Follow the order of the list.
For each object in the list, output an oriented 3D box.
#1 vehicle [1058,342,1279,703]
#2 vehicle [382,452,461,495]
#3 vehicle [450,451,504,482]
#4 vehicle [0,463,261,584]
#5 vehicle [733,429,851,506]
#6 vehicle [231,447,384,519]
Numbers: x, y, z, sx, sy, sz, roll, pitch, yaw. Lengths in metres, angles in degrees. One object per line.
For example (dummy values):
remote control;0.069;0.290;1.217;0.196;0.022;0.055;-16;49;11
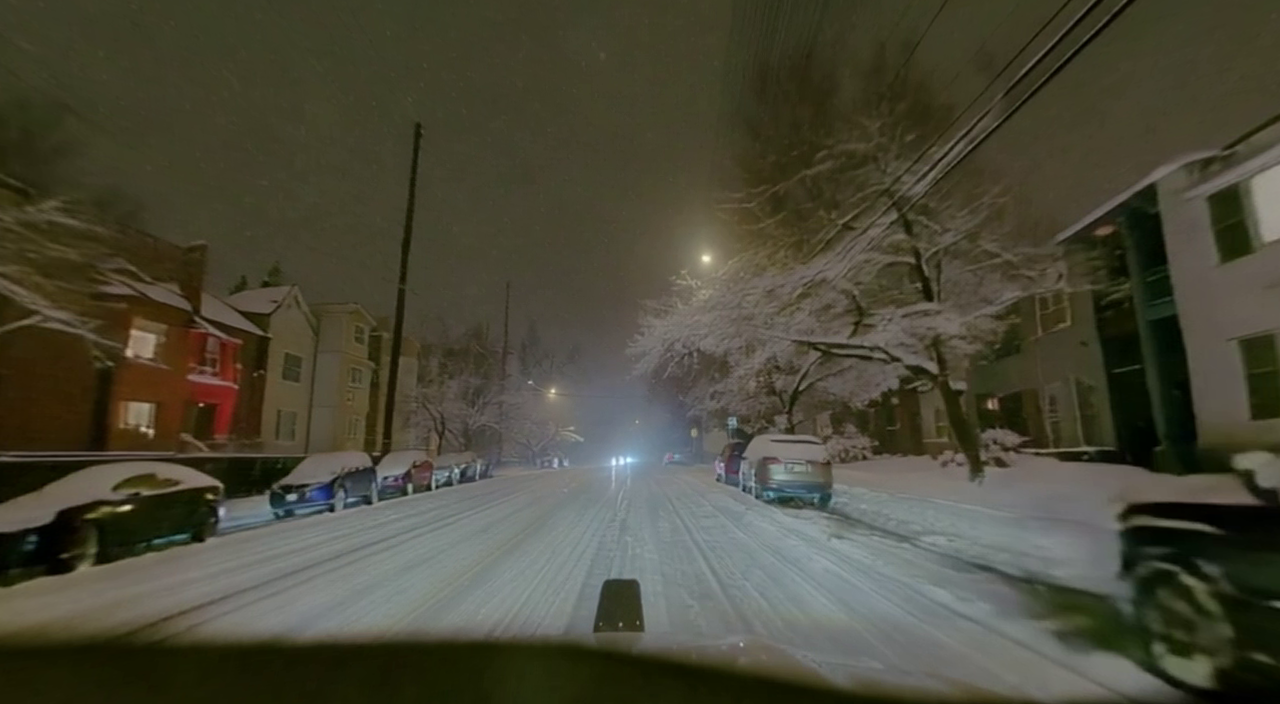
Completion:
vehicle;3.961;0.723;1.976;2.040;1.801;4.569;0;-9;-2
vehicle;-9.265;5.137;27.117;1.884;1.526;4.061;-5;-9;1
vehicle;-9.210;6.478;36.002;2.000;1.495;4.687;-3;-8;-3
vehicle;-9.022;2.758;10.989;1.948;1.508;4.656;0;-9;0
vehicle;3.809;2.978;16.743;2.155;1.747;4.311;-1;-9;2
vehicle;-9.234;3.720;18.067;2.051;1.657;4.322;-3;-11;-1
